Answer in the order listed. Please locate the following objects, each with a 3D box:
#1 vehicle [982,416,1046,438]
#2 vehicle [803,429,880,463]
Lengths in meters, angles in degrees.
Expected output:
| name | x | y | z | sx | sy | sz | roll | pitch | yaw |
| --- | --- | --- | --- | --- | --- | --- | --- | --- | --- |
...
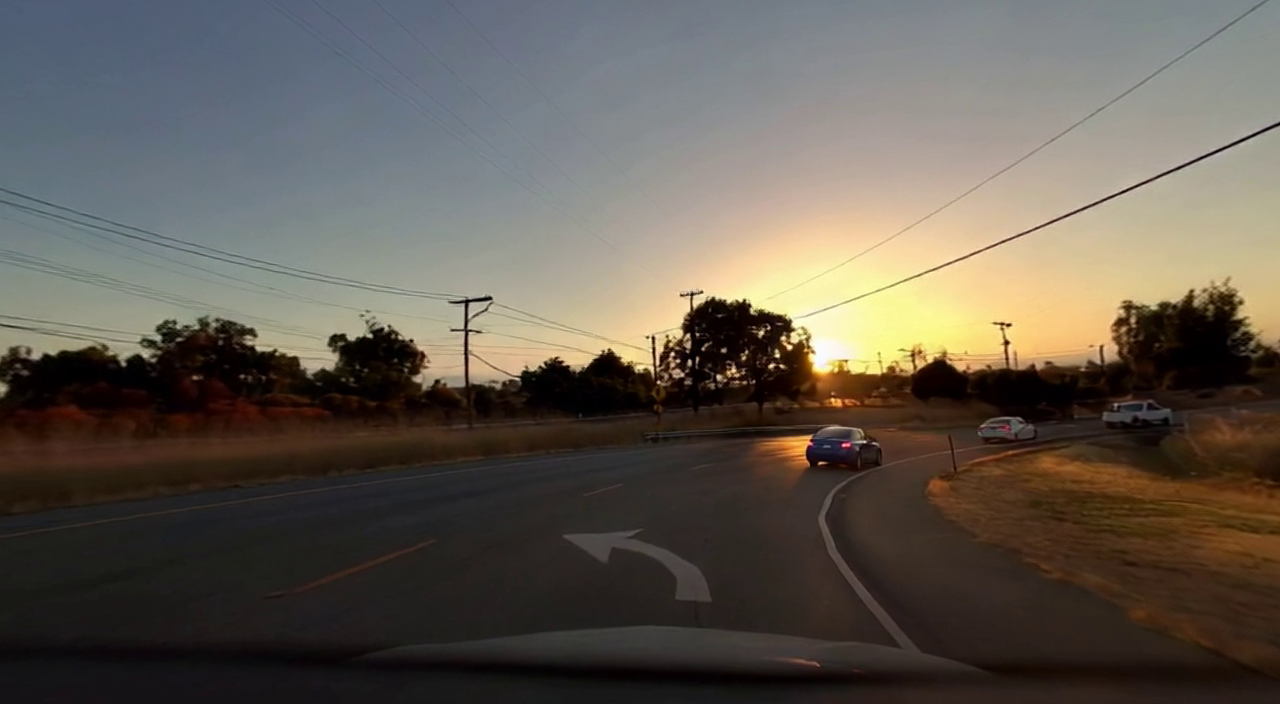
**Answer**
| name | x | y | z | sx | sy | sz | roll | pitch | yaw |
| --- | --- | --- | --- | --- | --- | --- | --- | --- | --- |
| vehicle | 26.509 | 5.363 | 44.656 | 4.307 | 1.465 | 1.836 | 4 | -9 | -28 |
| vehicle | 9.208 | 4.236 | 28.588 | 2.026 | 1.407 | 4.374 | -6 | -10 | 35 |
